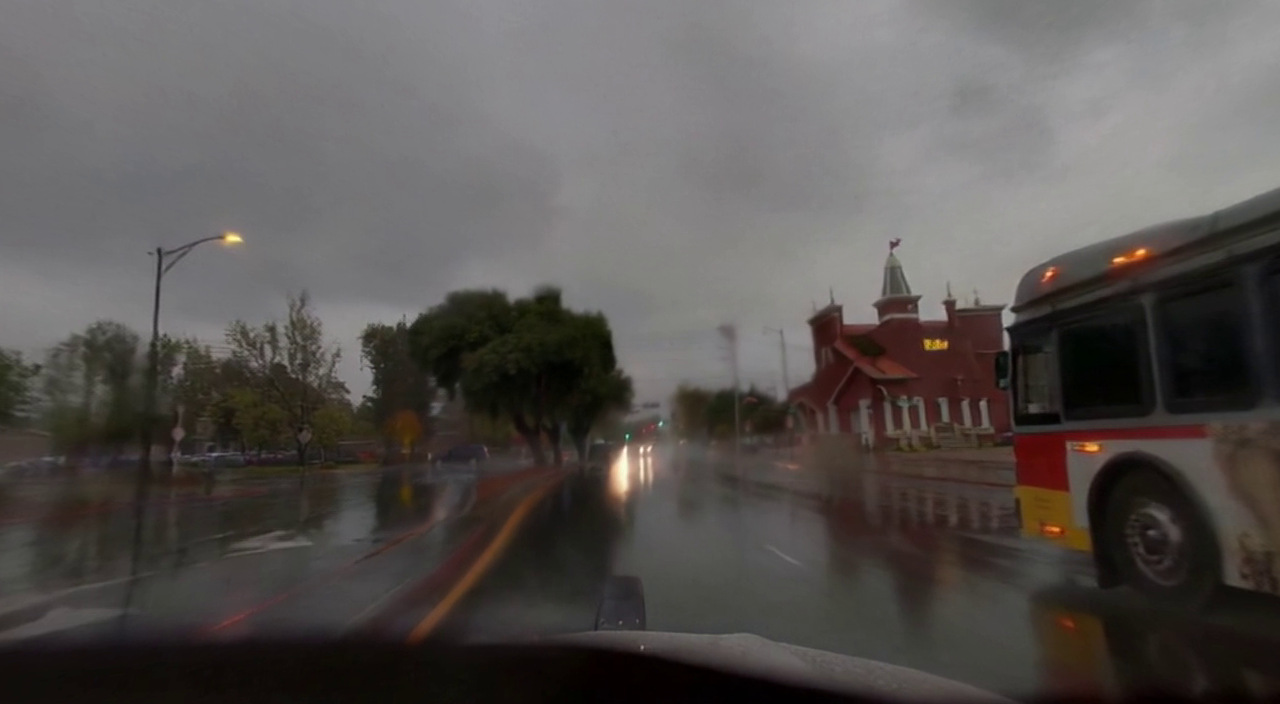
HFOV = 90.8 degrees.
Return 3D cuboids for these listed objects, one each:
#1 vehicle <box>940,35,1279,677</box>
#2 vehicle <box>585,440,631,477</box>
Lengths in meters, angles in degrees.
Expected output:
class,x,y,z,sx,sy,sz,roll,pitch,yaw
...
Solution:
class,x,y,z,sx,sy,sz,roll,pitch,yaw
vehicle,4.838,-0.369,0.760,3.028,3.353,12.630,-1,-8,1
vehicle,-1.514,5.085,30.396,2.032,1.621,4.082,0,-8,-2
